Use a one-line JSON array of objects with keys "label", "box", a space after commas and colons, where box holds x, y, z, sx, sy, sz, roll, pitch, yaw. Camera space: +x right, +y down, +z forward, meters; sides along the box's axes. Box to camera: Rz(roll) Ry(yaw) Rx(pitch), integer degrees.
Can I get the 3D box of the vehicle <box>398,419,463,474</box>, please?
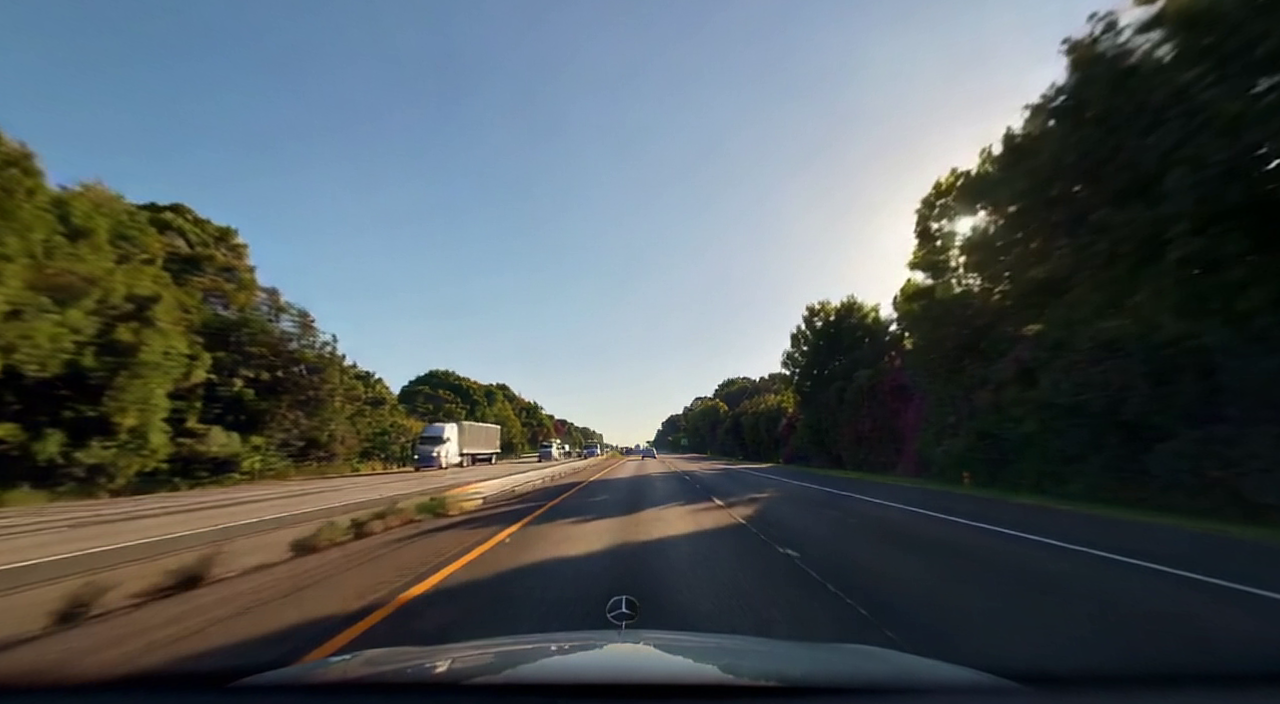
[{"label": "vehicle", "box": [-16.359, 7.481, 49.755, 2.761, 3.994, 6.240, 0, -9, 1]}]
